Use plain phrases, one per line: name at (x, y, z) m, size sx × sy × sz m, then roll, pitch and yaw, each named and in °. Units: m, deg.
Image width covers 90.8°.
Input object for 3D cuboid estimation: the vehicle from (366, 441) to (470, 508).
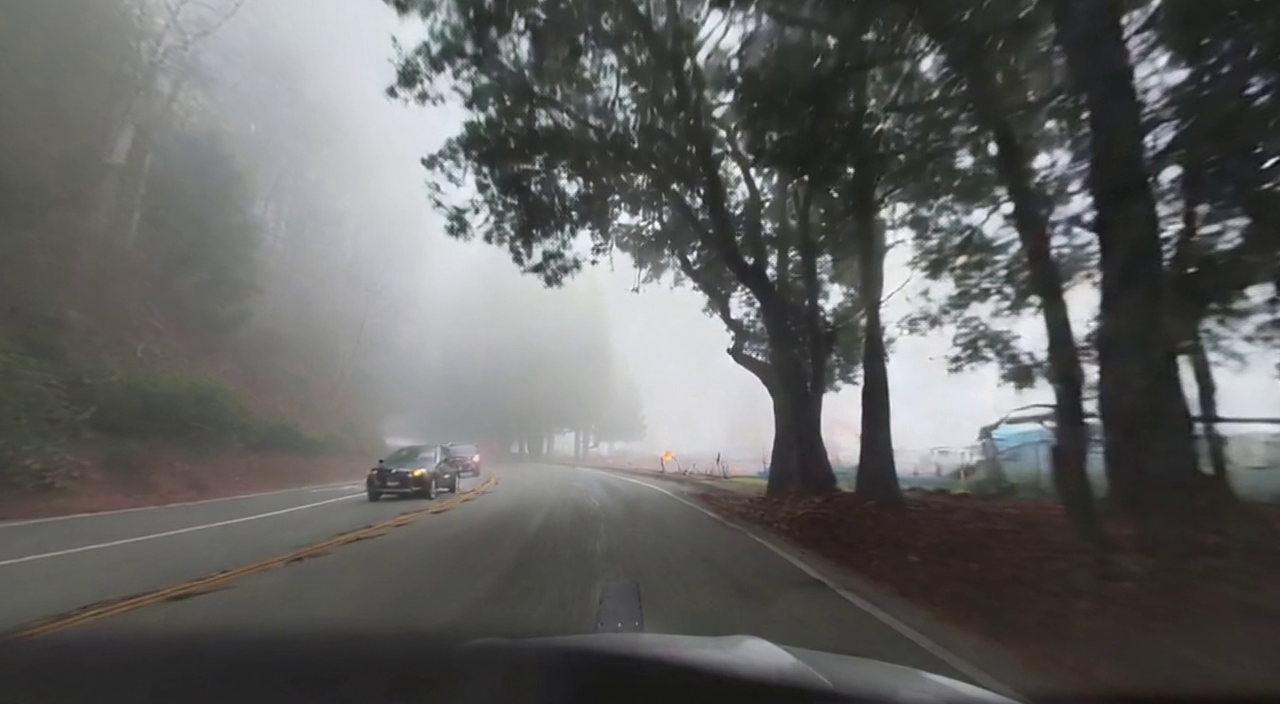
vehicle at (-6.866, 3.779, 20.055) m, size 2.019 × 1.840 × 4.437 m, roll 0°, pitch -9°, yaw -5°
